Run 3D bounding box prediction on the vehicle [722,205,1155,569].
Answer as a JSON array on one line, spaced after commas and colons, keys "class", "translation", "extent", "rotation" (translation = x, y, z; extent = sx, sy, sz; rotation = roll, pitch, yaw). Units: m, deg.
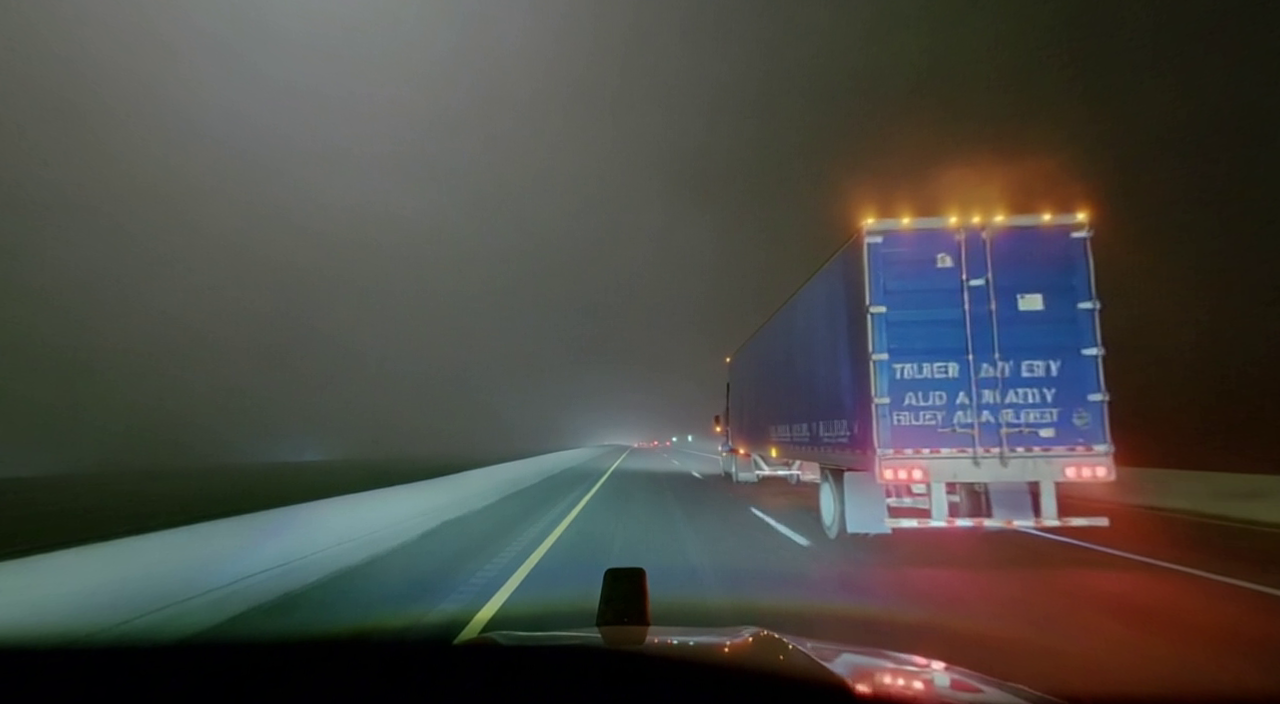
[{"class": "vehicle", "translation": [4.159, 1.340, 14.074], "extent": [3.006, 4.093, 14.142], "rotation": [0, -8, 1]}]
